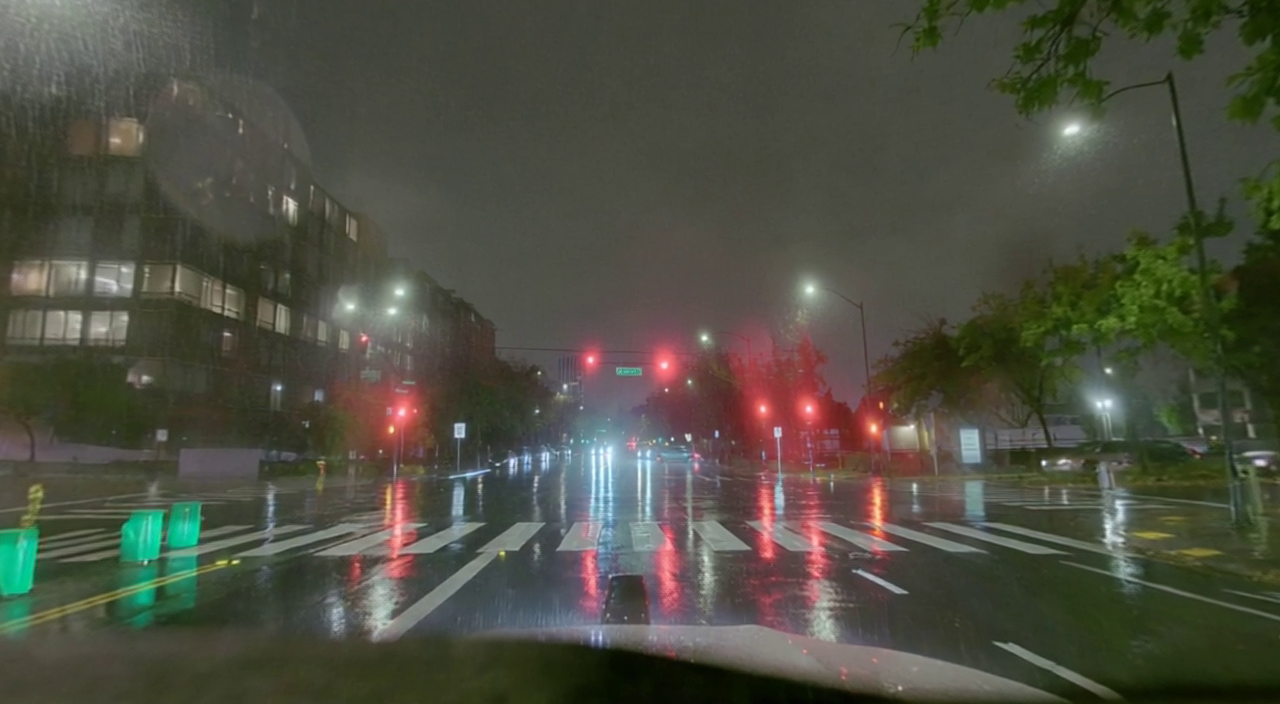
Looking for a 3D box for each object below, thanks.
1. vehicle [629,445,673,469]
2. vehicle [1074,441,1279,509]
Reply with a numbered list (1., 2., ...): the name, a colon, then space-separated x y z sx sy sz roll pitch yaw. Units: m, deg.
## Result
1. vehicle: 0.711 7.157 43.221 1.972 1.522 4.368 2 -9 -14
2. vehicle: 12.983 2.792 14.571 4.424 1.436 1.804 -1 -8 5
